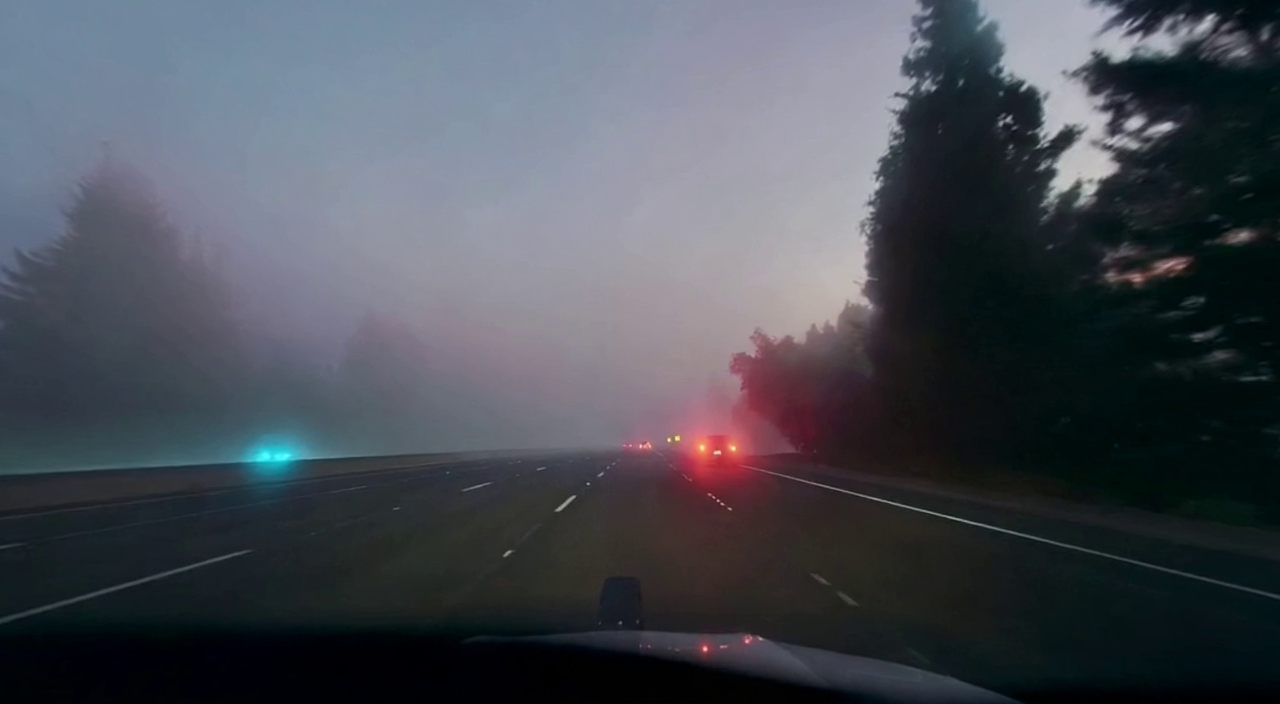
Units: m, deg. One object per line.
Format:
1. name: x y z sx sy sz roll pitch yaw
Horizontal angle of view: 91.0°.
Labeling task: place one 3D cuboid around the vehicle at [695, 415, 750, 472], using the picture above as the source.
1. vehicle: 3.872 4.336 30.058 1.928 2.466 2.982 -3 -8 -2
